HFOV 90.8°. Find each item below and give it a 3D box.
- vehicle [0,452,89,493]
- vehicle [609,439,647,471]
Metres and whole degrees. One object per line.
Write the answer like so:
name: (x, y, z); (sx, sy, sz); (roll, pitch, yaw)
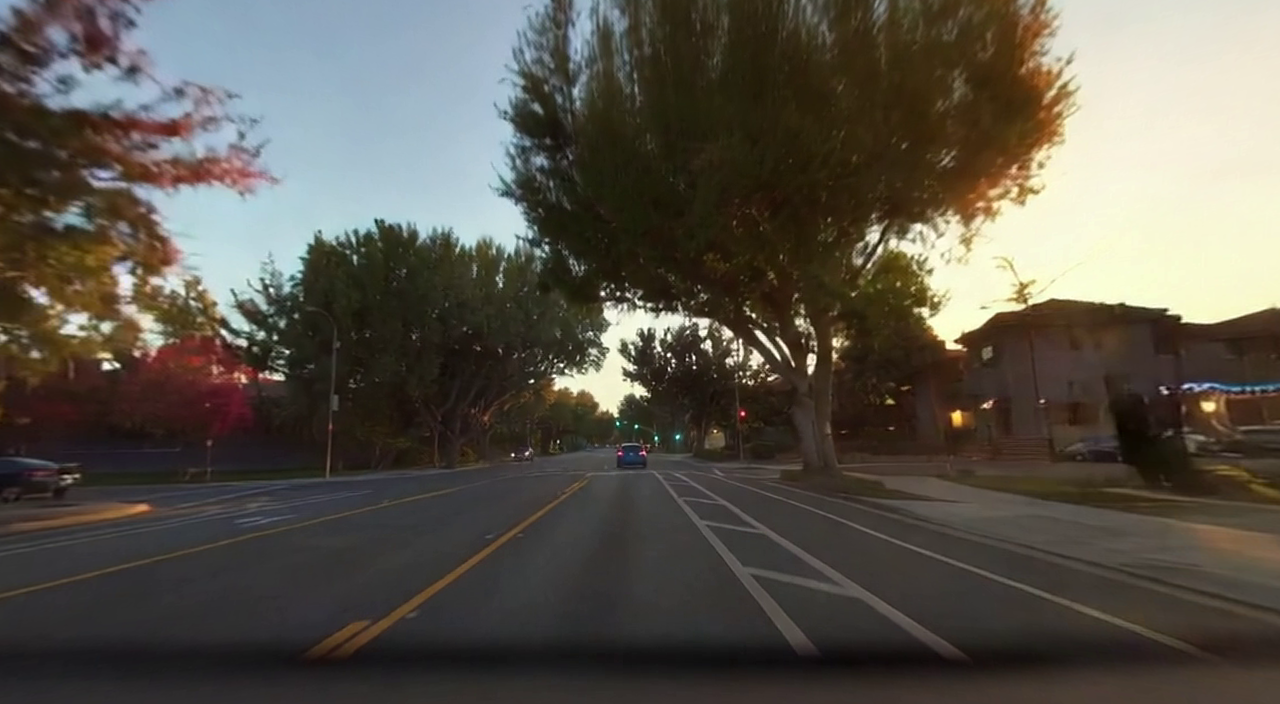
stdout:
vehicle: (-24.819, 4.804, 25.561); (1.830, 1.467, 4.270); (2, -9, -12)
vehicle: (-0.690, 6.338, 39.125); (2.230, 1.827, 4.298); (0, -8, 0)
